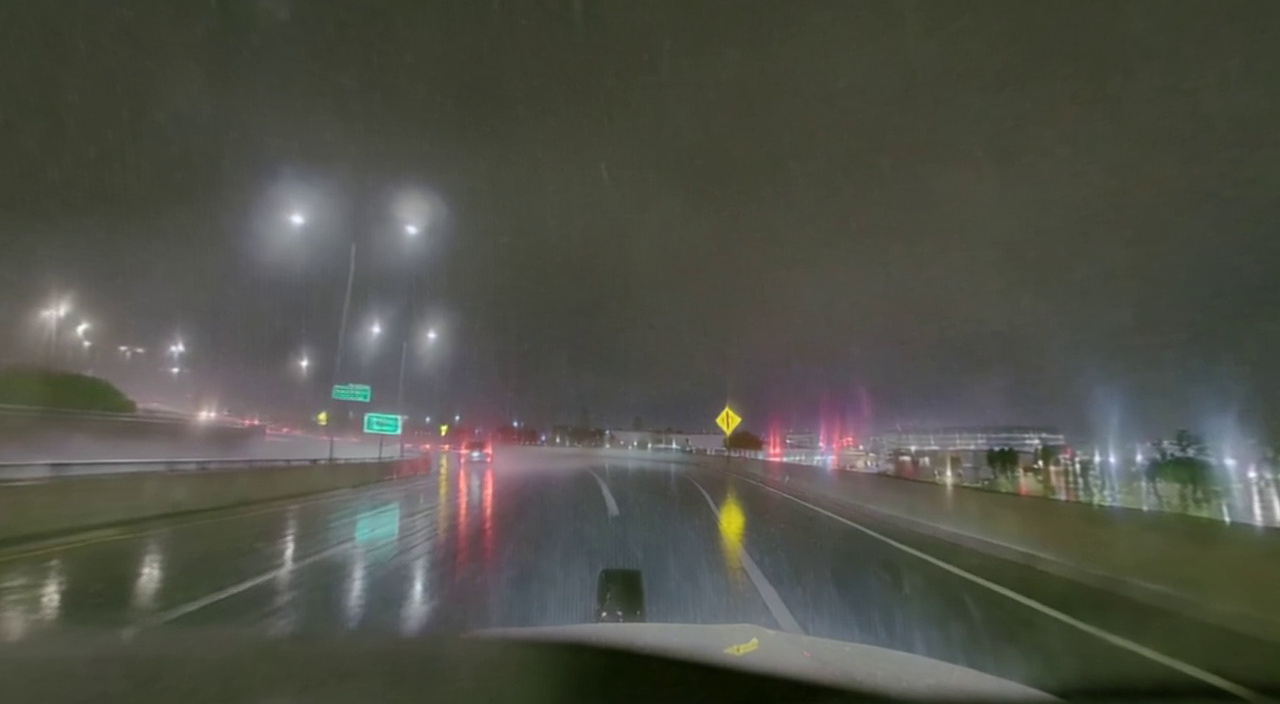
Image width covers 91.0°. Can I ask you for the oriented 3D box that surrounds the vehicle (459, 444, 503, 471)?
[{"bbox_3d":[-10.051,6.688,40.108,2.234,1.588,4.484,2,-9,-9],"label":"vehicle"}]
